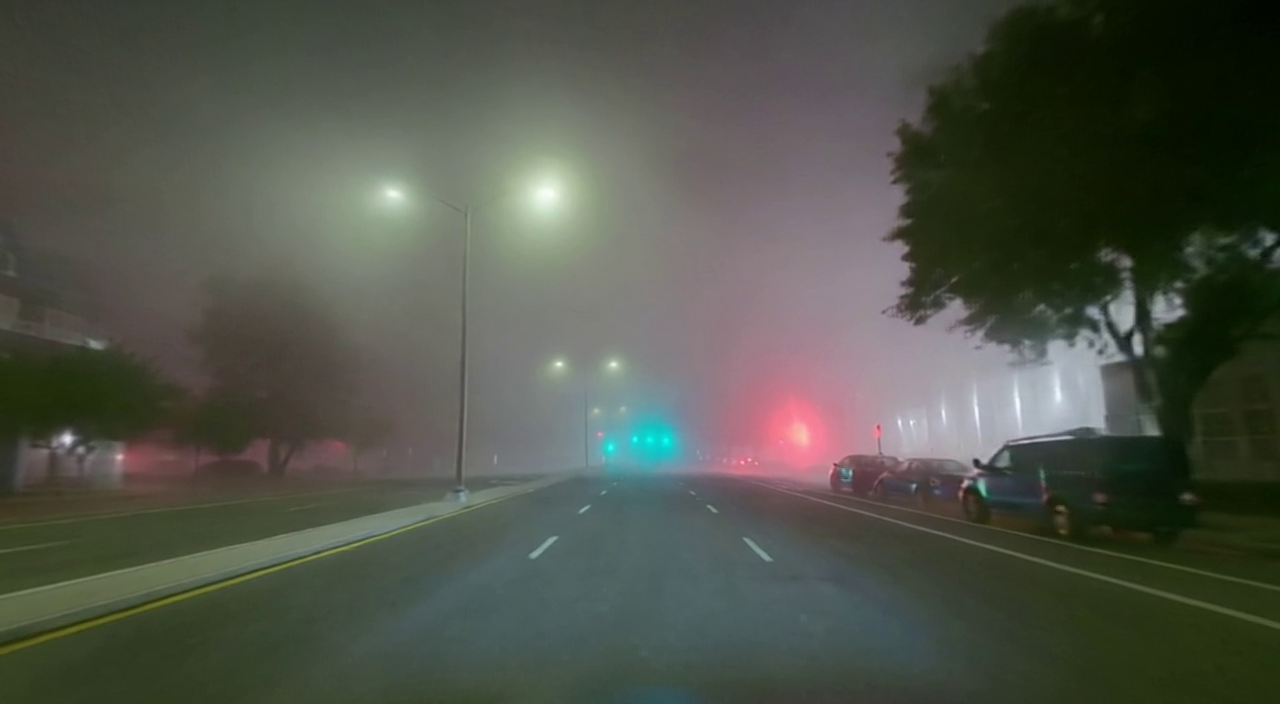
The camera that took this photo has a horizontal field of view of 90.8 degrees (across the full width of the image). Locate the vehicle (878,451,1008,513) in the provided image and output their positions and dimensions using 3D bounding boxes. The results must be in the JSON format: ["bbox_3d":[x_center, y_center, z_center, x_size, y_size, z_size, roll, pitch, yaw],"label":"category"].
[{"bbox_3d":[8.124,3.496,17.414,1.714,1.439,4.020,-1,-8,2],"label":"vehicle"}]

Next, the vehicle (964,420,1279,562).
[{"bbox_3d":[7.820,2.185,10.731,2.152,1.869,4.476,0,-8,-1],"label":"vehicle"}]
